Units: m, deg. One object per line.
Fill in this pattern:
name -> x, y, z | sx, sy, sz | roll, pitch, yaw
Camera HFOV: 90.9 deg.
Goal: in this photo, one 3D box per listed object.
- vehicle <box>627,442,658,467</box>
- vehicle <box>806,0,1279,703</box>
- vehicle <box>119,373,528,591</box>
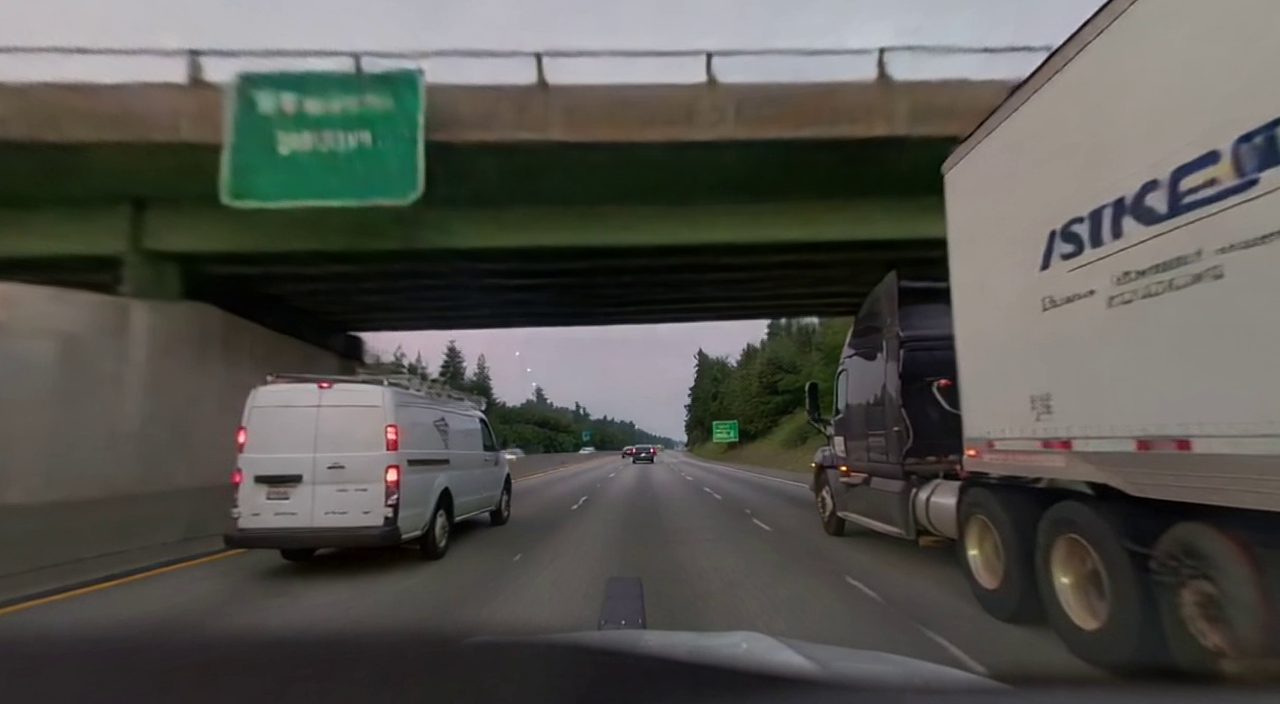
vehicle -> 0.158, 7.281, 44.933 | 2.067, 1.690, 3.901 | 0, -9, 0
vehicle -> 4.199, 0.286, 6.436 | 3.007, 3.949, 7.005 | 0, -9, 0
vehicle -> -3.324, 1.593, 8.571 | 2.572, 1.927, 5.803 | 0, -9, 0
